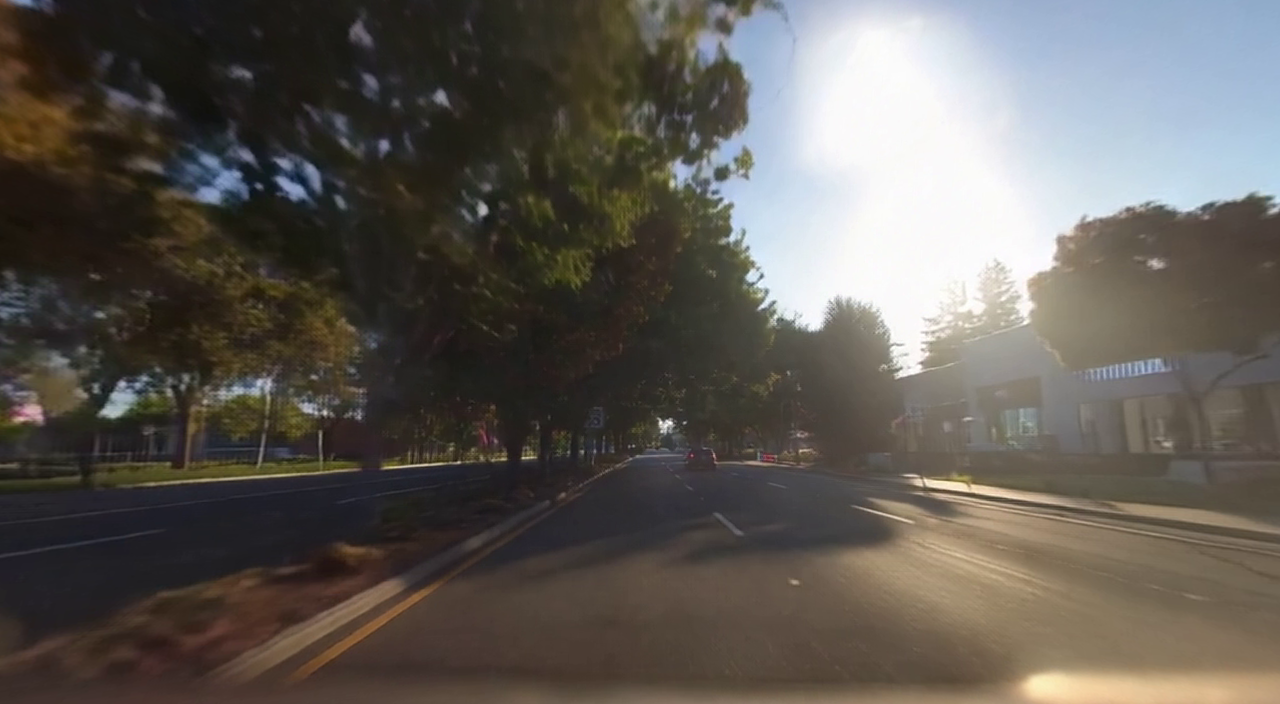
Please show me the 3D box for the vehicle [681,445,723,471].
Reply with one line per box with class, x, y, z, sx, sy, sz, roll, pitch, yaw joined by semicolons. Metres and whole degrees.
vehicle;3.674;6.385;38.135;2.015;1.479;4.444;0;-9;-1
